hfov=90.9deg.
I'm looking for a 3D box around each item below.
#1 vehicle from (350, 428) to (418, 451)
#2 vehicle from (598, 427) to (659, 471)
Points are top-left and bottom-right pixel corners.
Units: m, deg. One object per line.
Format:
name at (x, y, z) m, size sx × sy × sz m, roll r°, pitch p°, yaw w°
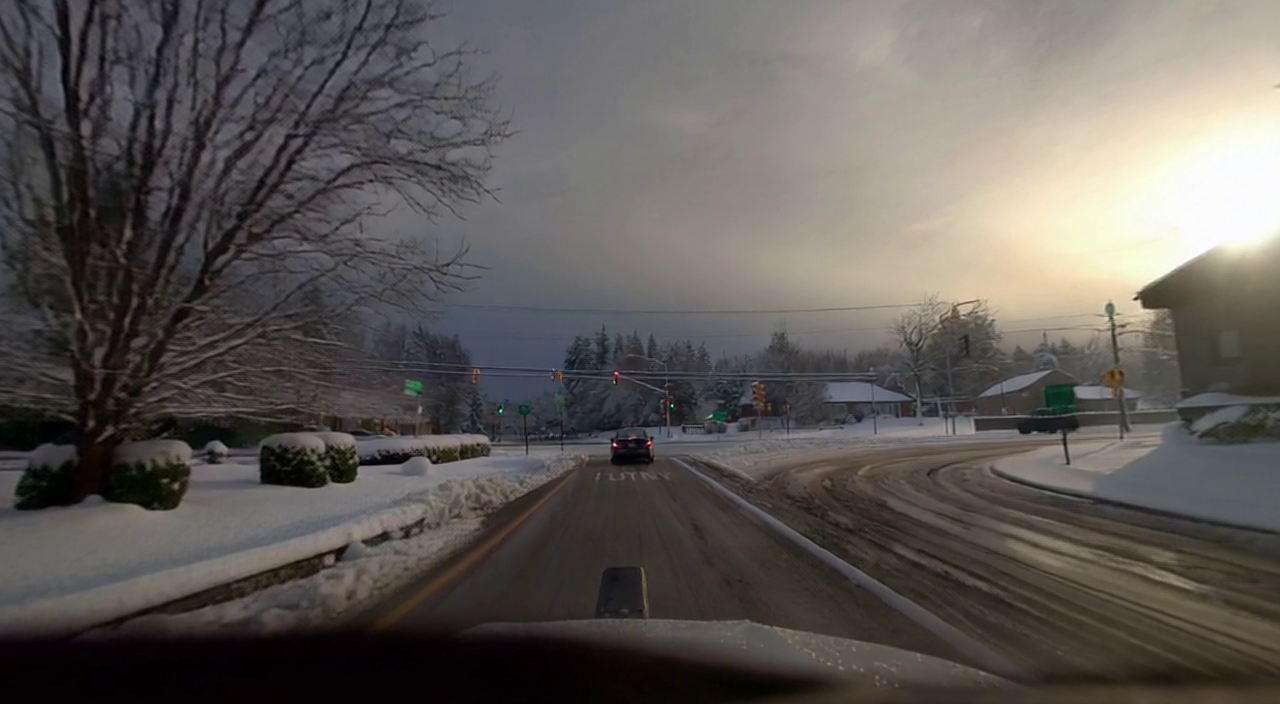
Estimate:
vehicle at (-18.772, 6.426, 46.324) m, size 4.200 × 1.639 × 1.844 m, roll -1°, pitch -8°, yaw -1°
vehicle at (-0.426, 3.624, 23.713) m, size 2.056 × 1.473 × 4.380 m, roll 0°, pitch -8°, yaw -1°
